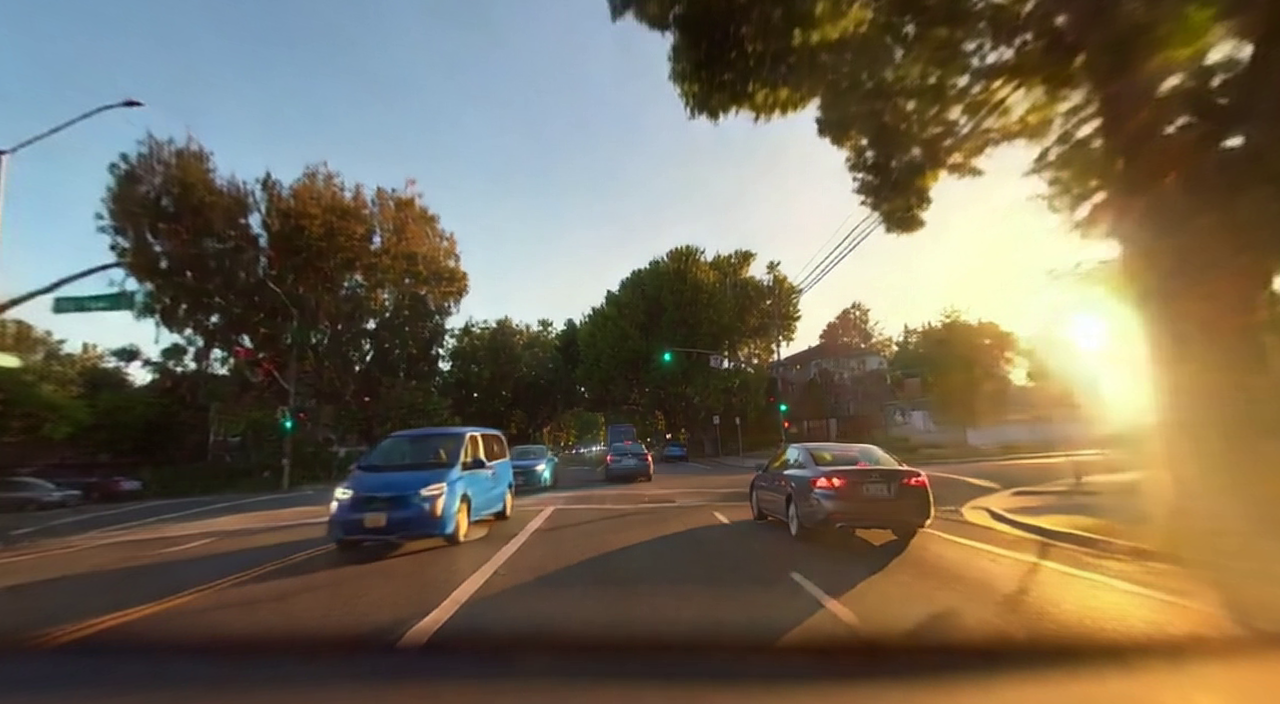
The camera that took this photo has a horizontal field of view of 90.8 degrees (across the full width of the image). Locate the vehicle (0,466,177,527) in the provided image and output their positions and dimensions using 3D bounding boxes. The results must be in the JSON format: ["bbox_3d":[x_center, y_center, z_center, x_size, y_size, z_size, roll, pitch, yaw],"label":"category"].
[{"bbox_3d":[-18.149,4.595,20.469,4.918,1.698,2.184,-2,-8,11],"label":"vehicle"}]

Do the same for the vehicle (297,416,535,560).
[{"bbox_3d":[-3.189,2.063,10.538,2.083,1.741,5.530,0,-8,-2],"label":"vehicle"}]

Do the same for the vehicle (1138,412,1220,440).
[{"bbox_3d":[33.462,4.667,39.360,1.891,1.644,3.671,0,-8,1],"label":"vehicle"}]

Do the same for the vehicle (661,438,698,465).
[{"bbox_3d":[2.840,7.285,46.390,2.187,1.847,4.553,0,-8,-3],"label":"vehicle"}]

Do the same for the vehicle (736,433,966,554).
[{"bbox_3d":[2.898,2.036,9.908,1.973,1.447,4.402,0,-8,-2],"label":"vehicle"}]

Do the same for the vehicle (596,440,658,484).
[{"bbox_3d":[-0.514,4.037,23.523,2.114,1.483,4.207,0,-8,-2],"label":"vehicle"}]
